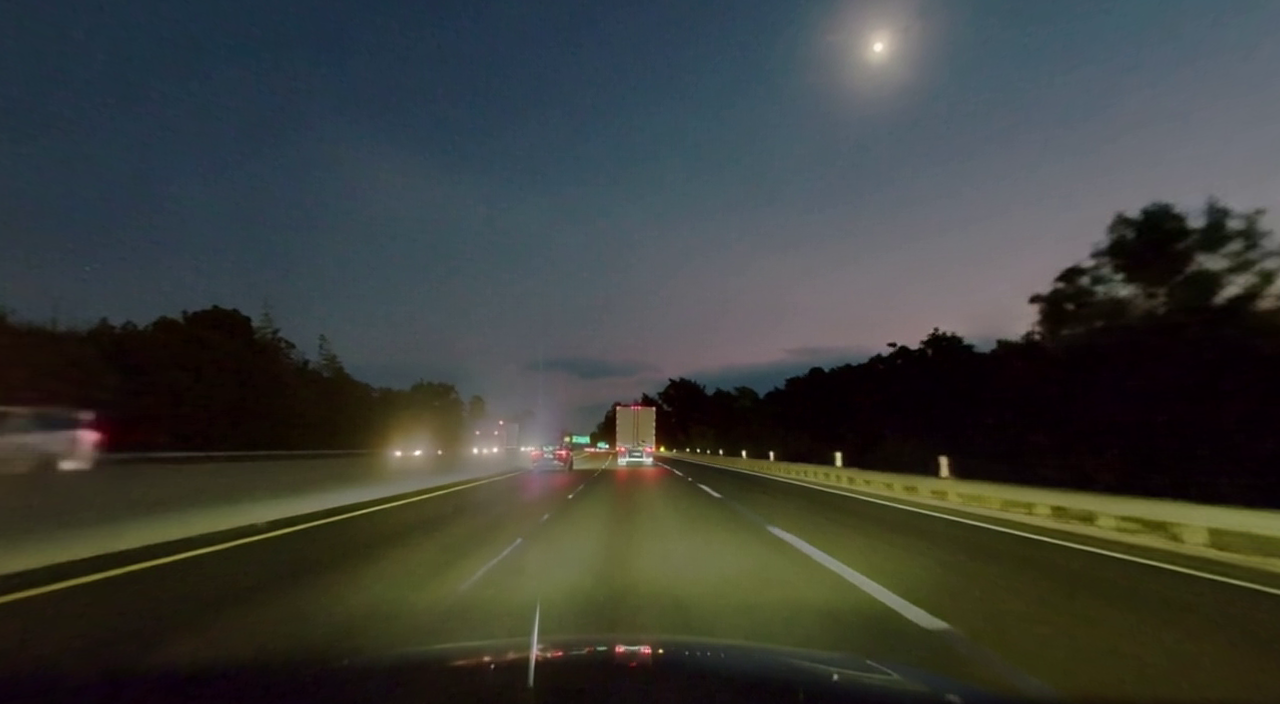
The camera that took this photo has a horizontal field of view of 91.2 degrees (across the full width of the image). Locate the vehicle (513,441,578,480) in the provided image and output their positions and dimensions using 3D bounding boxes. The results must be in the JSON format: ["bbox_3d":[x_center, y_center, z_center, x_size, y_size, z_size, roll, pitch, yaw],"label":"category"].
[{"bbox_3d":[-3.956,4.611,26.946,2.057,1.519,4.372,0,-9,1],"label":"vehicle"}]

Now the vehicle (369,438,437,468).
[{"bbox_3d":[-13.047,5.613,34.811,1.998,1.527,4.605,0,-9,0],"label":"vehicle"}]
